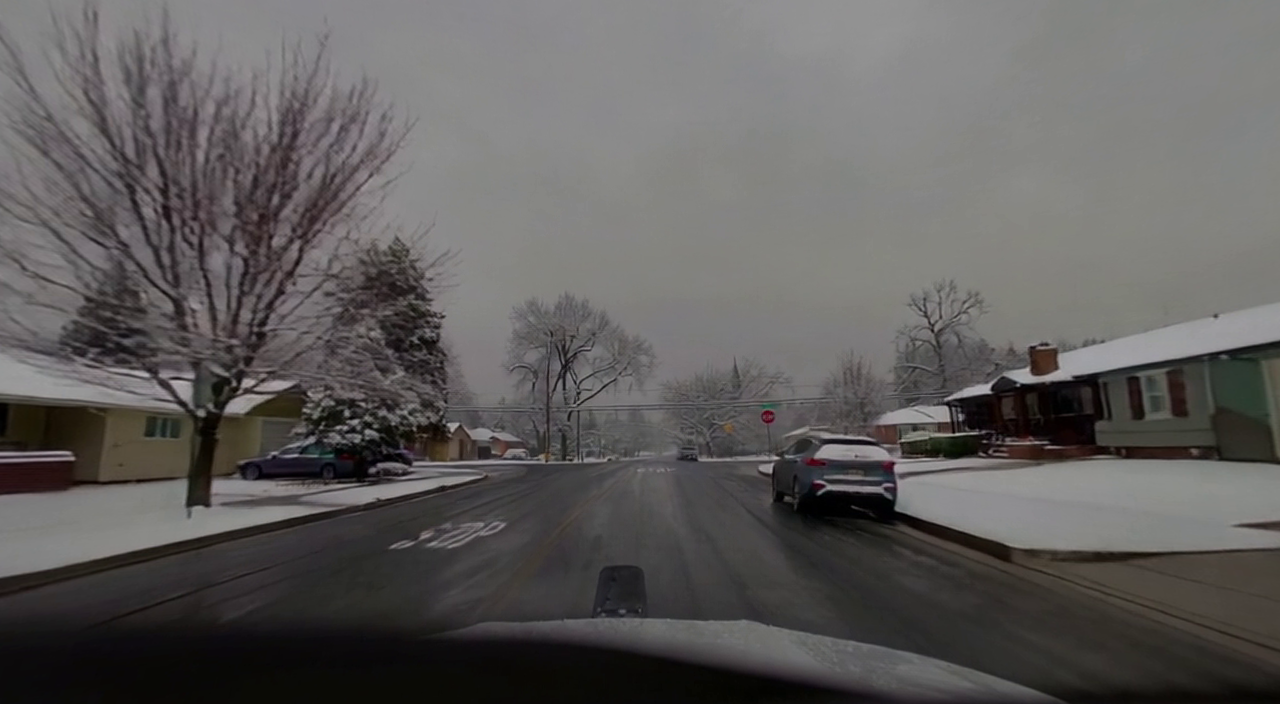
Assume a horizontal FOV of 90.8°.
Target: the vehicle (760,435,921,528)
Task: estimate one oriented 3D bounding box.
[{"bbox_3d":[3.726,2.468,12.583,1.975,1.528,4.000,0,-9,2],"label":"vehicle"}]
